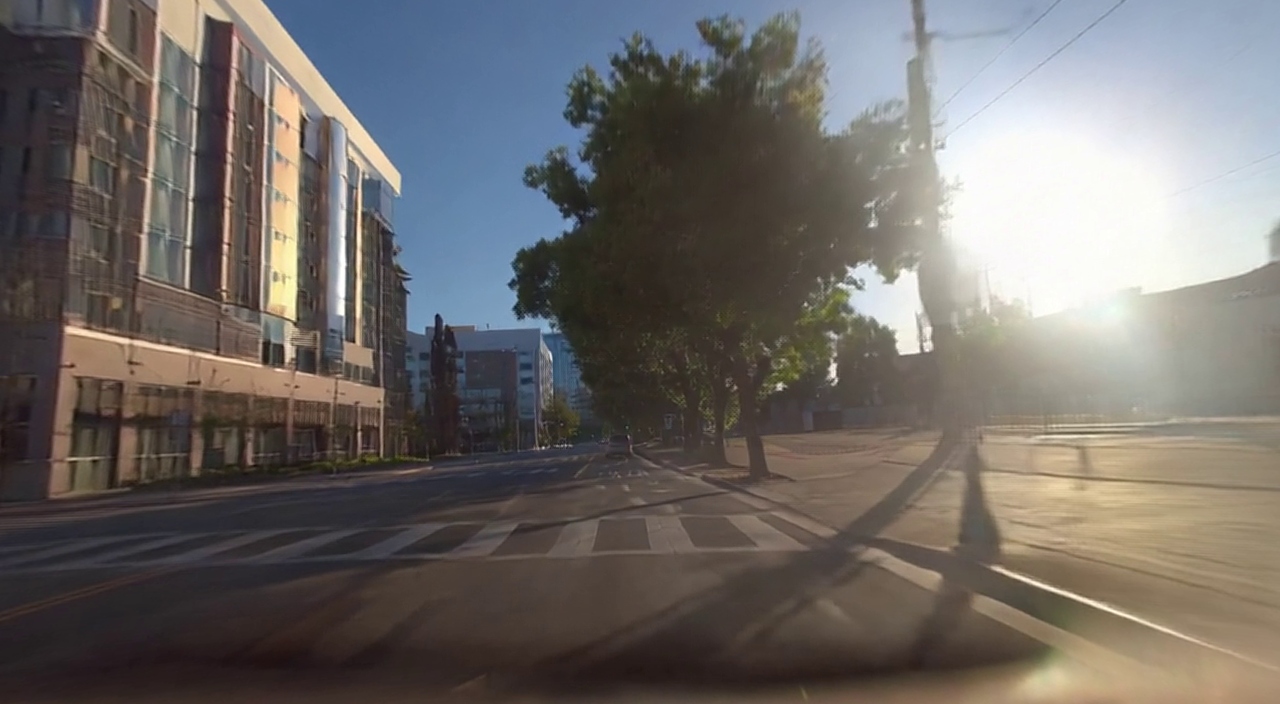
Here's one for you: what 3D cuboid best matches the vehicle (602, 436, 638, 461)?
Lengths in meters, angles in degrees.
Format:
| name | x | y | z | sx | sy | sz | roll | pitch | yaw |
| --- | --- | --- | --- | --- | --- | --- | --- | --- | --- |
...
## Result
| name | x | y | z | sx | sy | sz | roll | pitch | yaw |
| --- | --- | --- | --- | --- | --- | --- | --- | --- | --- |
| vehicle | -1.228 | 5.909 | 39.001 | 2.131 | 1.474 | 4.146 | 0 | -8 | -2 |
